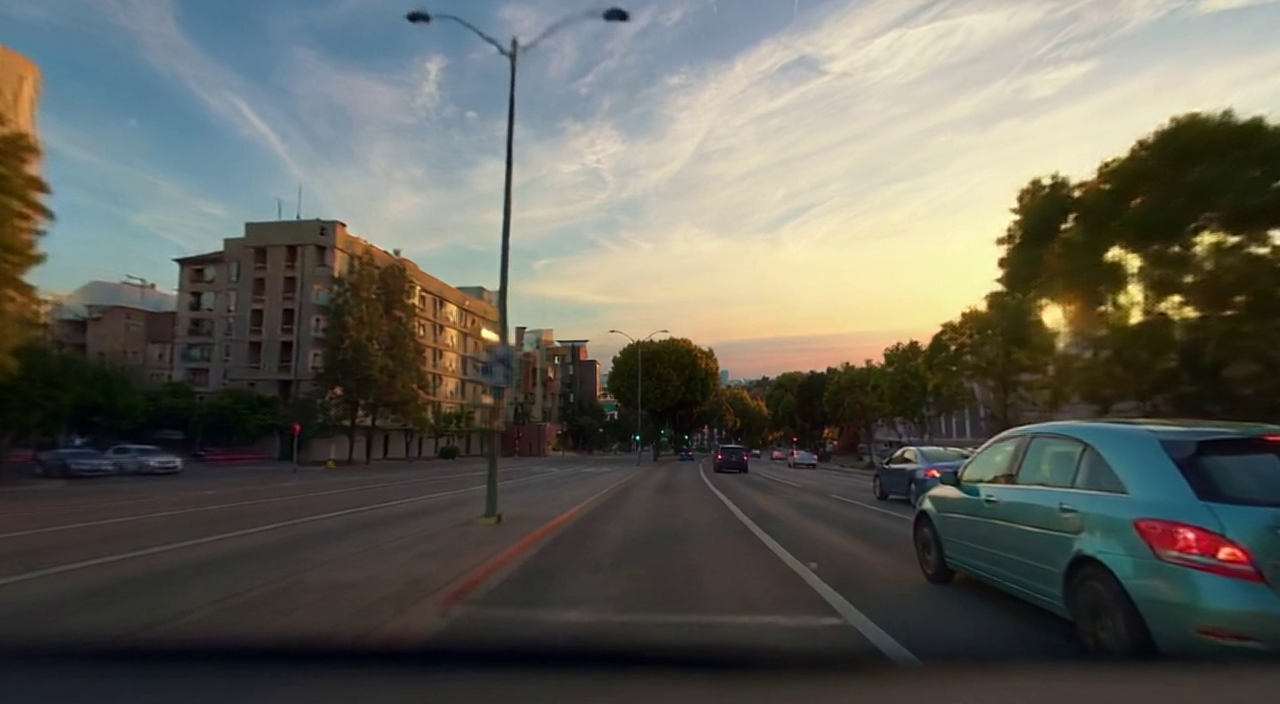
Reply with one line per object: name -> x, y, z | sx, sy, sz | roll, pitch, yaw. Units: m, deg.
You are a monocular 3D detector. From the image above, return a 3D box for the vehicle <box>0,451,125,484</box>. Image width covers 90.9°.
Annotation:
vehicle -> -26.791, 5.321, 29.160 | 4.384, 1.416, 1.969 | -1, -9, 7

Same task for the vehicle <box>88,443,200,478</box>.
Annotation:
vehicle -> -26.227, 5.723, 33.402 | 4.378, 1.744, 1.981 | -1, -9, 6

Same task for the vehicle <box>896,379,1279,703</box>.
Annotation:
vehicle -> 3.461, 1.188, 4.168 | 1.901, 1.634, 3.952 | 0, -9, 1

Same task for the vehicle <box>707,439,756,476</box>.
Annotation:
vehicle -> 4.848, 5.648, 34.061 | 2.154, 1.844, 4.634 | 0, -9, 3
